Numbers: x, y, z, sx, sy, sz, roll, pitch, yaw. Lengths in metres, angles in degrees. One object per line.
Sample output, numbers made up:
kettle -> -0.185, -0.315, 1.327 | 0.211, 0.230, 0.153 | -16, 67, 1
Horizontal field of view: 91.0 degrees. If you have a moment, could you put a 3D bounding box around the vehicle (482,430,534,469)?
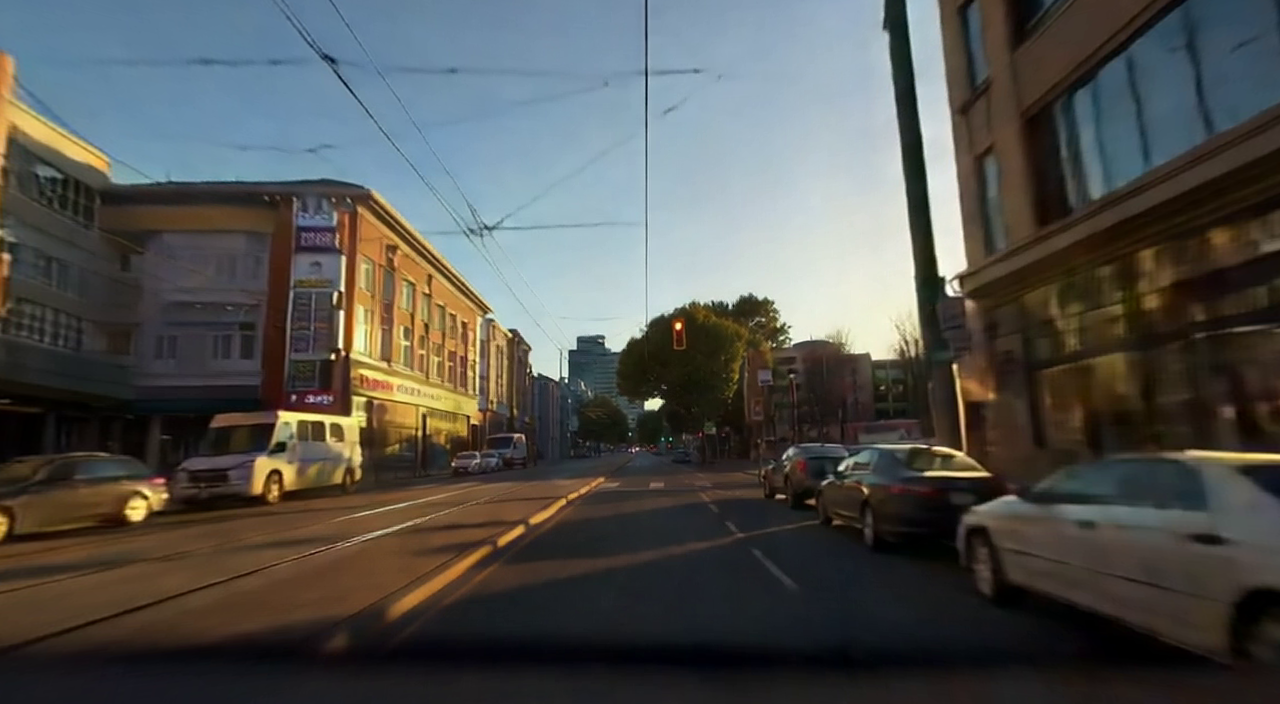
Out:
vehicle -> -10.028, 7.493, 48.633 | 2.378, 2.765, 7.920 | 0, -8, 0

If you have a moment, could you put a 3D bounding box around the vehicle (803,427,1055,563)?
vehicle -> 3.786, 1.913, 9.213 | 1.752, 1.510, 4.191 | 0, -8, 1

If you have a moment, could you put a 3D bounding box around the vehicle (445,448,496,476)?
vehicle -> -9.719, 6.328, 36.410 | 1.897, 1.464, 4.209 | 0, -8, -2

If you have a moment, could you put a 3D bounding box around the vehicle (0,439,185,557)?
vehicle -> -10.012, 2.255, 10.229 | 1.837, 1.668, 4.354 | -1, -8, 2

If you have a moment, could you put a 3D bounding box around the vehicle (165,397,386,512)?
vehicle -> -10.059, 2.942, 18.369 | 2.291, 2.745, 6.492 | -1, -9, 2

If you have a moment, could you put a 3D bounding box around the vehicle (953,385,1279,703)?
vehicle -> 3.676, 1.040, 3.552 | 1.815, 1.537, 3.799 | 0, -9, 0
